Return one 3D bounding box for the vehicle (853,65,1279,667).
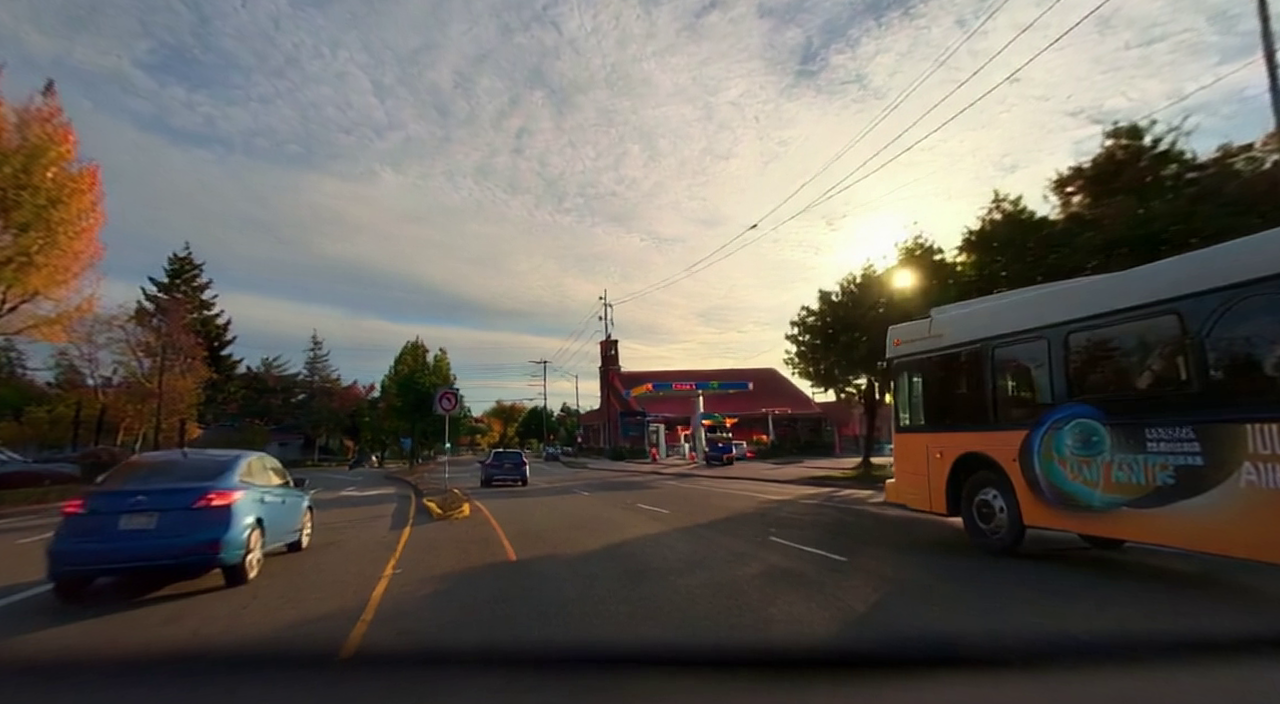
[{"bbox_3d":[5.187,-0.050,2.878,3.028,3.353,12.630,0,-9,-5],"label":"vehicle"}]

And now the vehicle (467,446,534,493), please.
[{"bbox_3d":[-5.552,4.550,24.777,2.032,1.621,4.082,2,-9,-20],"label":"vehicle"}]

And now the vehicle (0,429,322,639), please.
[{"bbox_3d":[-5.164,1.765,7.173,2.060,1.624,4.179,2,-9,-18],"label":"vehicle"}]
